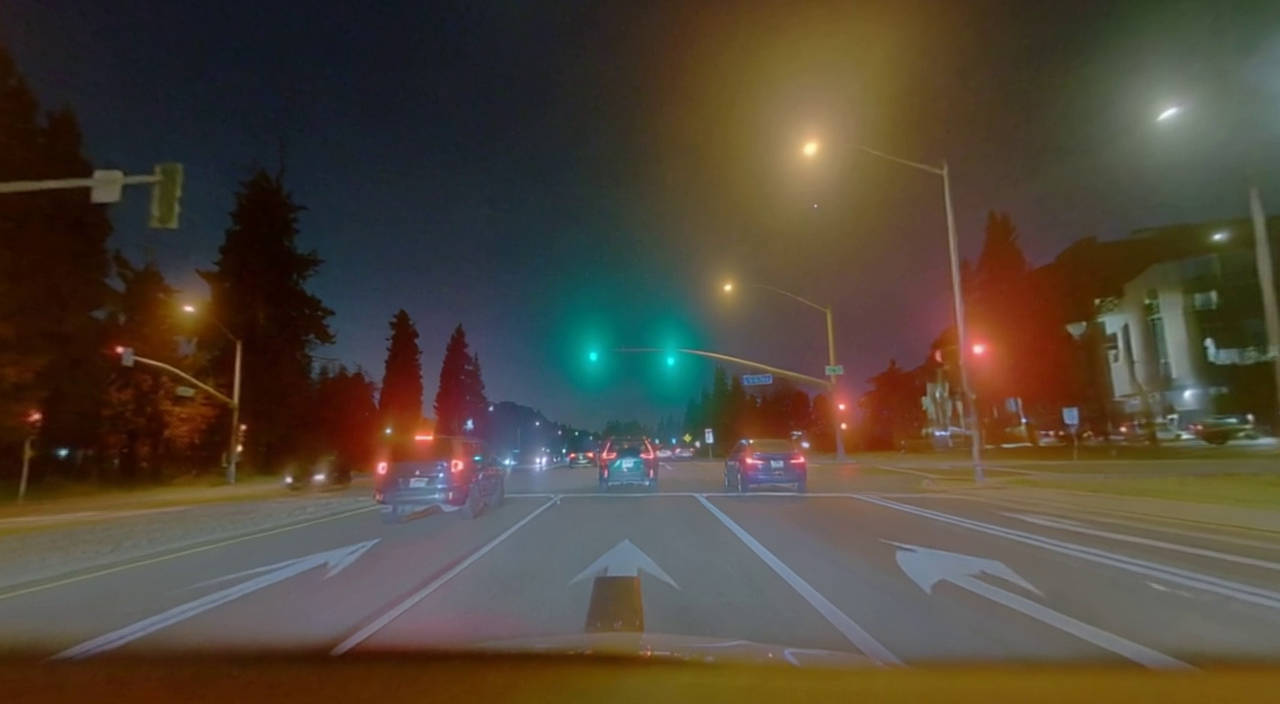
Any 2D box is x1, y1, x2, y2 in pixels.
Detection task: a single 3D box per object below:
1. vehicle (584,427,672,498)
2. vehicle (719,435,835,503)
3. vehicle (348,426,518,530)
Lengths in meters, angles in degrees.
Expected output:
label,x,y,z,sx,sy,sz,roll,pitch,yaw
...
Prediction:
label,x,y,z,sx,sy,sz,roll,pitch,yaw
vehicle,-0.276,3.009,17.560,2.150,1.725,4.096,0,-8,0
vehicle,3.387,2.982,16.543,2.068,1.541,4.041,0,-8,-1
vehicle,-3.669,2.290,12.048,1.823,1.602,4.061,0,-8,0
